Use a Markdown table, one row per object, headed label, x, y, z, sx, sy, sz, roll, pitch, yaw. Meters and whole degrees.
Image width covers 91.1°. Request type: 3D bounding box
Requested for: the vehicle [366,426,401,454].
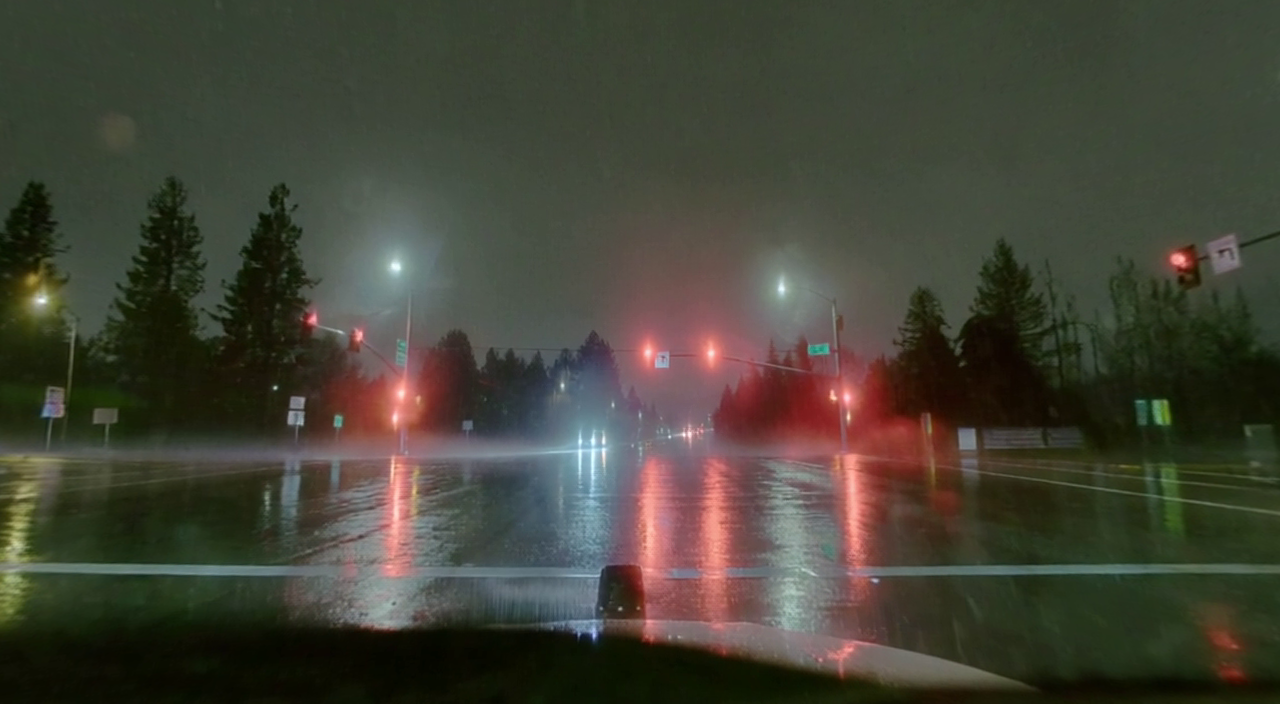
| label | x | y | z | sx | sy | sz | roll | pitch | yaw |
| --- | --- | --- | --- | --- | --- | --- | --- | --- | --- |
| vehicle | -20.006 | 6.866 | 48.899 | 1.873 | 2.079 | 2.879 | 5 | -10 | -33 |
